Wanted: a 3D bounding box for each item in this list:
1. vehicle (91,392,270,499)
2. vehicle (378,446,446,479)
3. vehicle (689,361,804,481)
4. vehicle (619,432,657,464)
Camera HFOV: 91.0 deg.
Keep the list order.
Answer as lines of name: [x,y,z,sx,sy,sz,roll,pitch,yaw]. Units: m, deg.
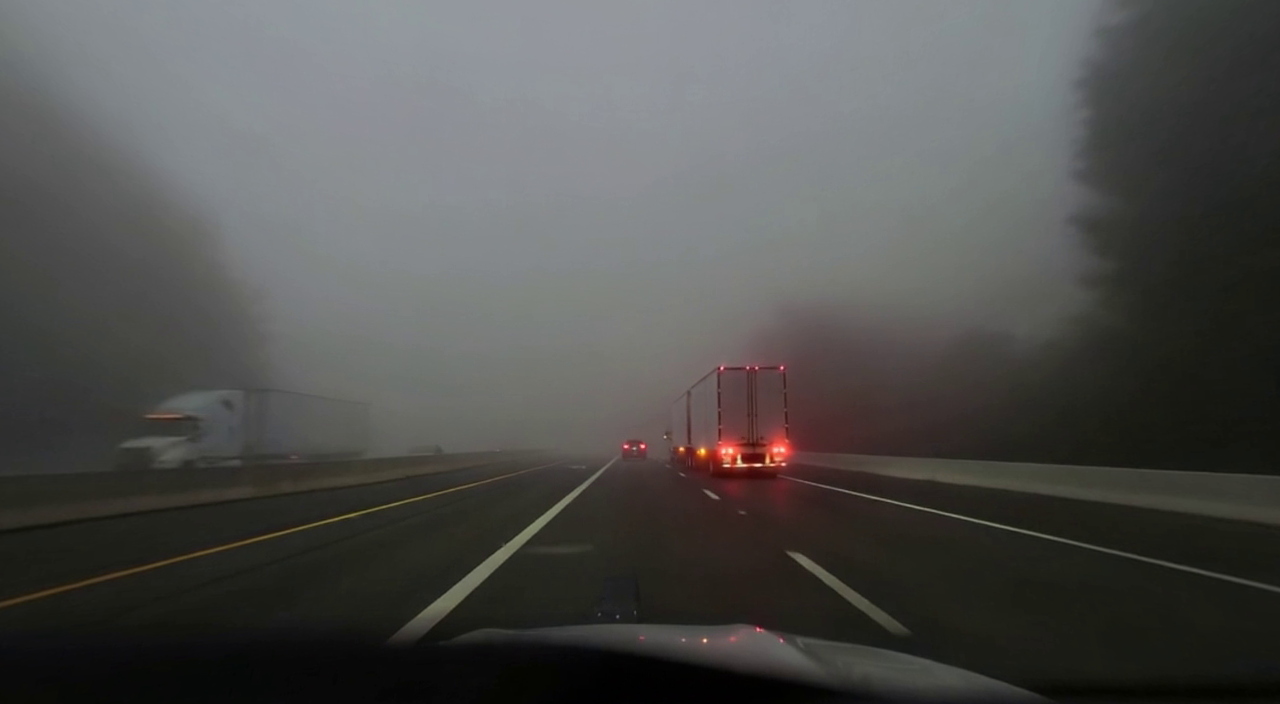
vehicle: [-19.006,3.915,26.628,3.041,3.970,5.846,0,-8,-1]
vehicle: [-11.688,5.659,32.657,1.986,1.548,4.506,0,-8,-2]
vehicle: [3.860,2.892,25.316,2.967,3.961,8.660,0,-8,-1]
vehicle: [-0.194,6.679,43.923,2.456,2.007,4.728,0,-8,-1]
